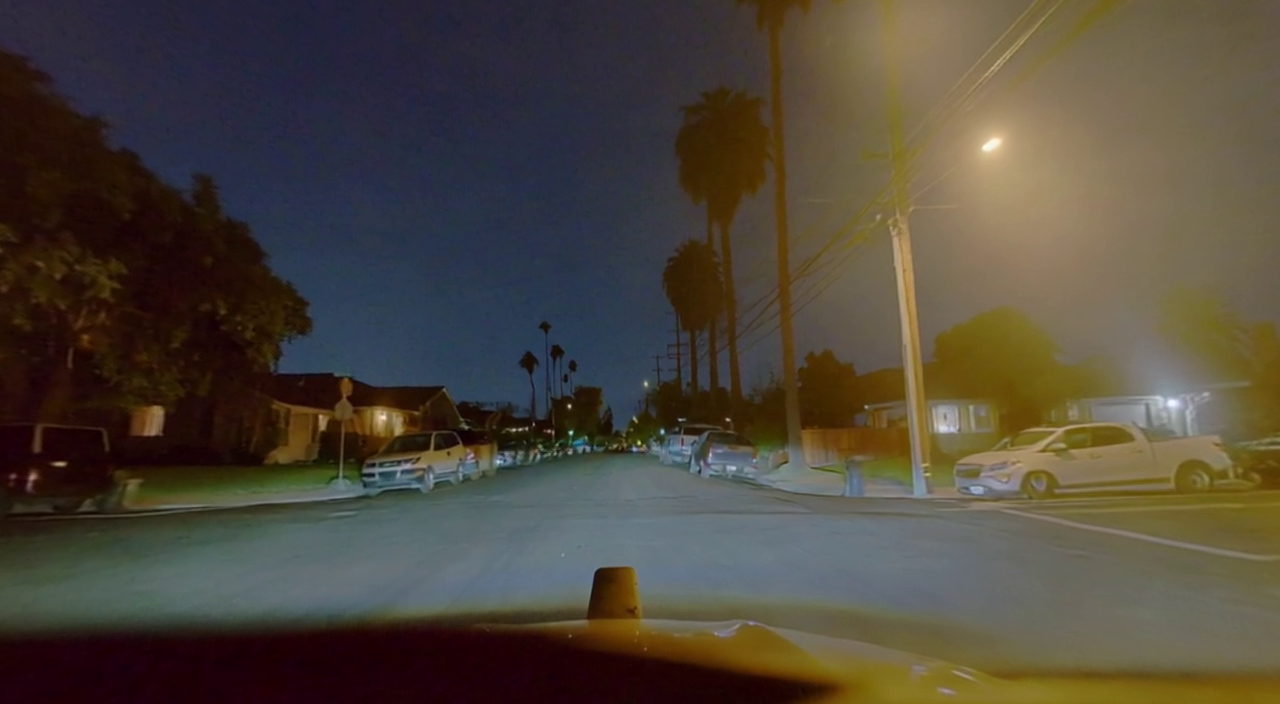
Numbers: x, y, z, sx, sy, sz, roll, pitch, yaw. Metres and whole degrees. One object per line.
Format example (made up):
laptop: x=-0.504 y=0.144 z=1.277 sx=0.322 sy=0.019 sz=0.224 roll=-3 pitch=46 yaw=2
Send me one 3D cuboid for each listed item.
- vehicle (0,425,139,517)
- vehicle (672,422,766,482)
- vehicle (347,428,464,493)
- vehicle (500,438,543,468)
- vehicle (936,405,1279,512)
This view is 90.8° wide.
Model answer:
vehicle: x=-14.790 y=2.631 z=13.634 sx=5.847 sy=1.766 sz=2.392 roll=-2 pitch=-9 yaw=-3
vehicle: x=2.674 y=3.648 z=23.241 sx=2.505 sy=1.895 sz=5.805 roll=0 pitch=-9 yaw=-2
vehicle: x=-6.983 y=3.302 z=19.439 sx=2.198 sy=1.724 sz=4.493 roll=0 pitch=-9 yaw=-5
vehicle: x=-7.945 y=6.809 z=42.732 sx=2.178 sy=1.865 sz=4.658 roll=0 pitch=-9 yaw=-2
vehicle: x=10.285 y=2.354 z=14.238 sx=5.971 sy=1.967 sz=2.385 roll=-1 pitch=-9 yaw=-5
